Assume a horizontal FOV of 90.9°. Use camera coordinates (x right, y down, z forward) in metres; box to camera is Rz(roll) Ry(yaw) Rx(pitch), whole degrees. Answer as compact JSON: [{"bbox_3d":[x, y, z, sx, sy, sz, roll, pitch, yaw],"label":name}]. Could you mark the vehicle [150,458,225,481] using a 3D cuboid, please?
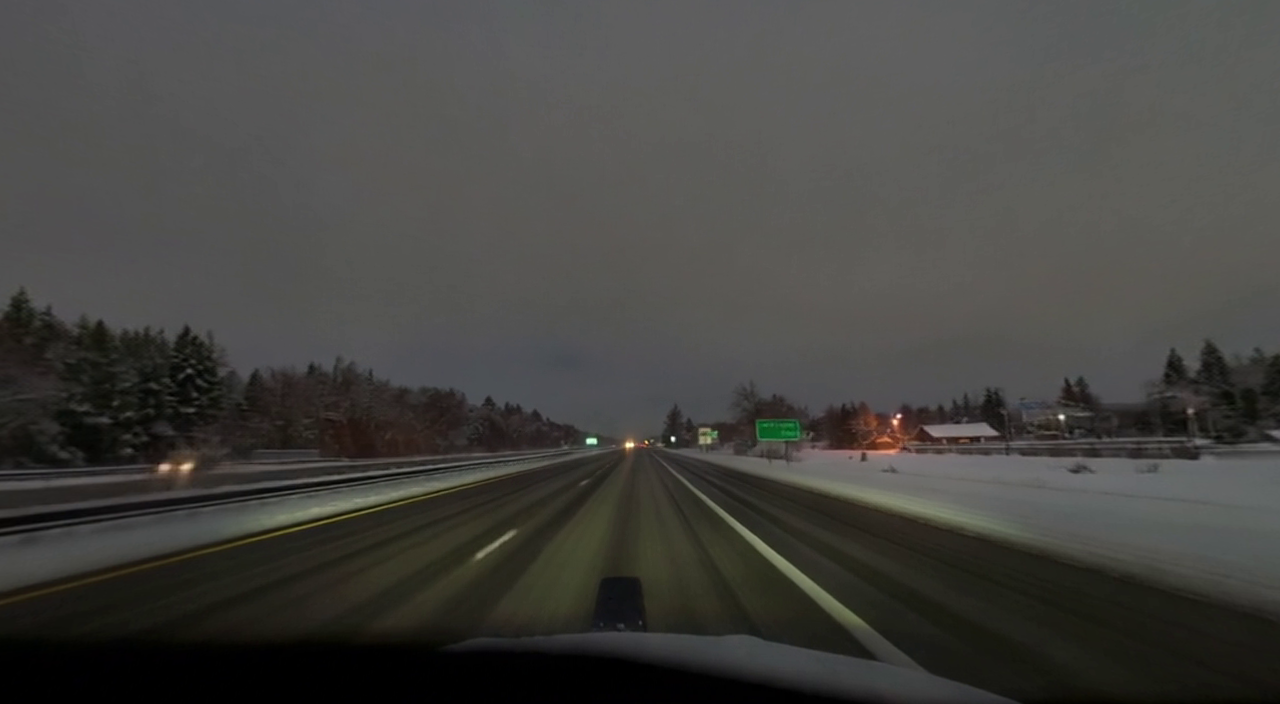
[{"bbox_3d":[-32.236,8.371,45.132,1.843,1.461,4.694,-1,-8,1],"label":"vehicle"}]
